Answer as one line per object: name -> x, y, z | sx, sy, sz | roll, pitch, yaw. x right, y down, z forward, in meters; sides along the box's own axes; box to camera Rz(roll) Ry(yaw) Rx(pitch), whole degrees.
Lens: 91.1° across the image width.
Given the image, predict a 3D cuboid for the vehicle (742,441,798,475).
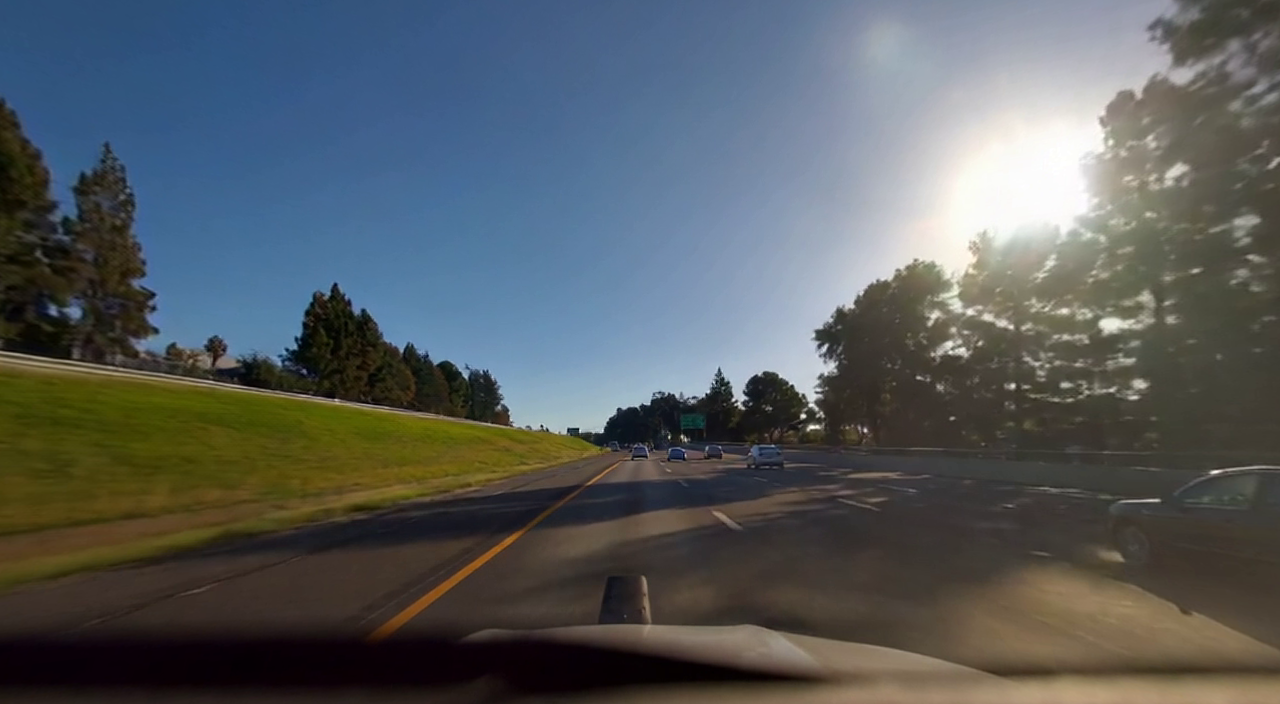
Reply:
vehicle -> 7.100, 5.840, 34.881 | 2.048, 1.697, 4.689 | 0, -8, -1
